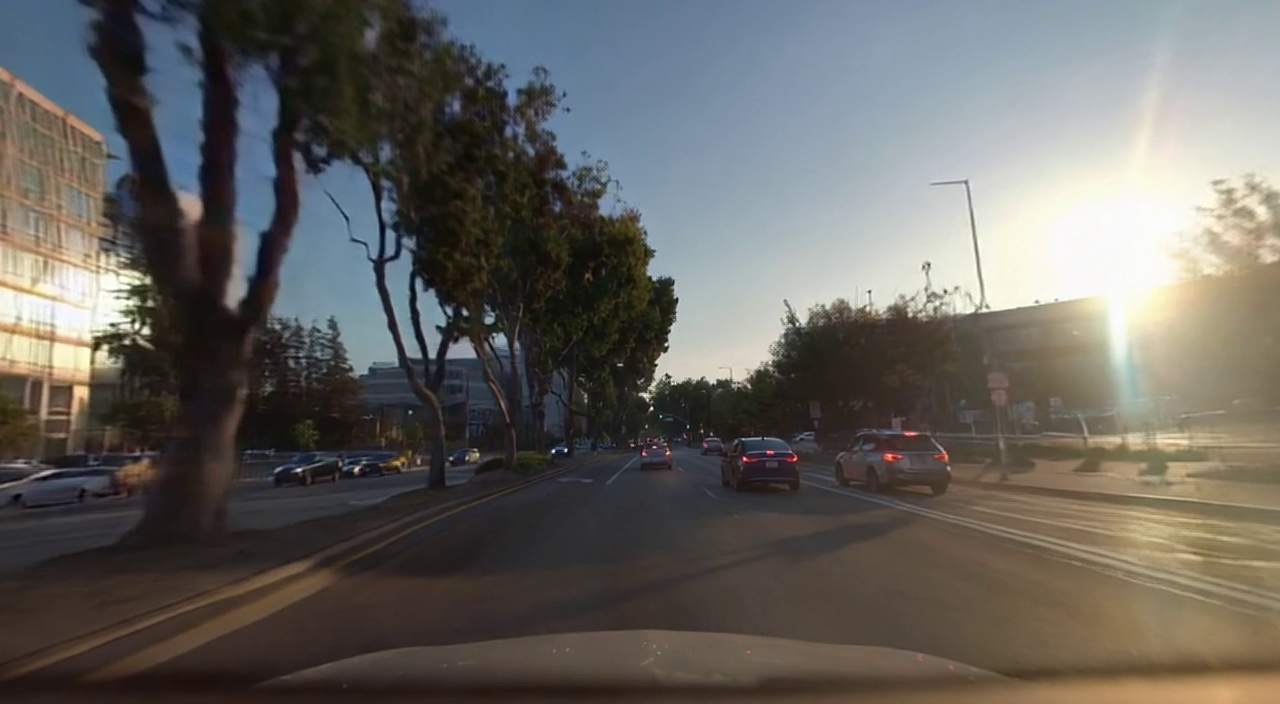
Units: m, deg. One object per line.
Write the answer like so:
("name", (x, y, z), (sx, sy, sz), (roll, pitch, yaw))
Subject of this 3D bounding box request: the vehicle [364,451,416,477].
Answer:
("vehicle", (-17.870, 8.003, 45.297), (1.847, 1.730, 4.530), (0, -8, 1))

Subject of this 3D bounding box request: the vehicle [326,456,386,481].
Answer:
("vehicle", (-18.002, 7.403, 40.174), (1.716, 1.412, 4.335), (0, -8, 1))

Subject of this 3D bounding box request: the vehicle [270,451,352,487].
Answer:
("vehicle", (-17.950, 6.384, 34.646), (1.954, 1.779, 4.635), (0, -8, 0))

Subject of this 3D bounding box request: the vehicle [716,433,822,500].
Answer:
("vehicle", (3.404, 3.126, 17.626), (1.931, 1.591, 4.708), (0, -8, 0))

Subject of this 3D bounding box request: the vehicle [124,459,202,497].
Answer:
("vehicle", (-24.564, 6.454, 32.634), (2.076, 1.688, 4.635), (3, -9, -23))

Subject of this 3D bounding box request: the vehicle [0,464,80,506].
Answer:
("vehicle", (-30.603, 6.734, 32.226), (1.944, 1.794, 4.468), (5, -10, -30))

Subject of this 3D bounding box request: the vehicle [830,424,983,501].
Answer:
("vehicle", (6.908, 2.916, 17.029), (1.963, 1.783, 4.722), (0, -8, -1))

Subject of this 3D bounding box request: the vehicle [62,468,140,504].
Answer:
("vehicle", (-27.401, 6.790, 32.222), (1.989, 1.476, 4.088), (4, -9, -26))

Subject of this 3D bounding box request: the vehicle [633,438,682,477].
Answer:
("vehicle", (0.741, 4.908, 29.547), (2.125, 1.669, 3.880), (0, -8, 0))
